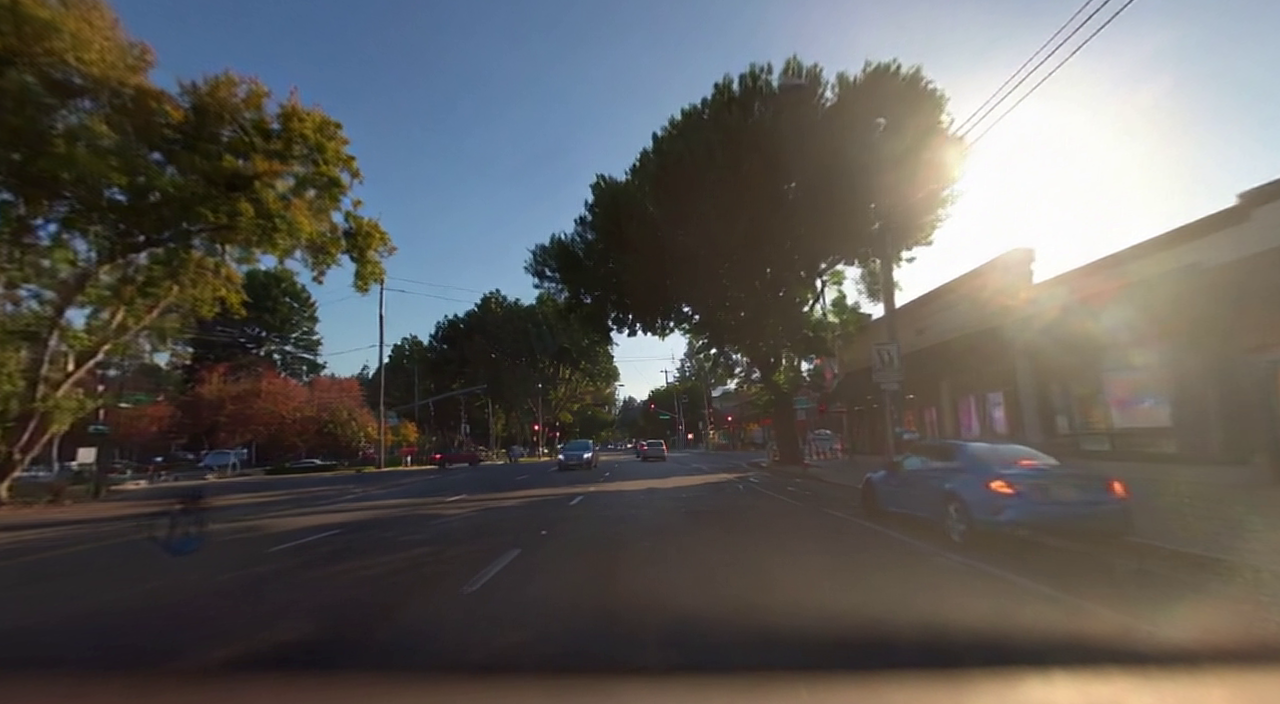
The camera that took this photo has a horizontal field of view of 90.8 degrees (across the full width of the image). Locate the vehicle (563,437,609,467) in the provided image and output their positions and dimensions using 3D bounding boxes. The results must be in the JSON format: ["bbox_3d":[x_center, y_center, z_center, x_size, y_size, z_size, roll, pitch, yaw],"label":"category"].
[{"bbox_3d":[-2.858,5.425,34.382,2.032,1.467,4.411,0,-8,2],"label":"vehicle"}]

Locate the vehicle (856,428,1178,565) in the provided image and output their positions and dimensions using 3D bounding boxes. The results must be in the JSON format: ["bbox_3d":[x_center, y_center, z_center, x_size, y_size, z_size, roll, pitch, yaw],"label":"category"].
[{"bbox_3d":[4.814,1.871,8.948,1.942,1.469,4.049,0,-9,-2],"label":"vehicle"}]

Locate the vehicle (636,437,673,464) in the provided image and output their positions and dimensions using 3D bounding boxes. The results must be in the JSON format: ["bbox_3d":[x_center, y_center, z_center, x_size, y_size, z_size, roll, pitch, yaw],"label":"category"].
[{"bbox_3d":[0.832,5.781,37.151,2.059,1.456,4.047,0,-8,1],"label":"vehicle"}]
